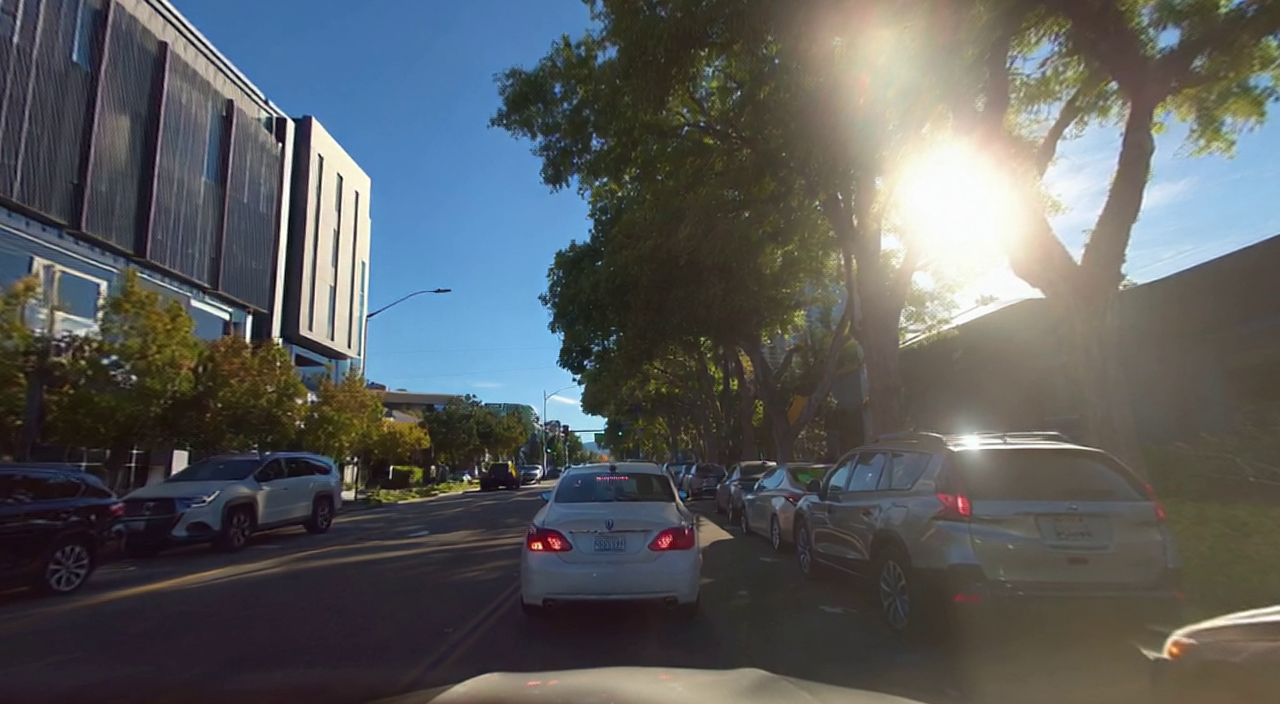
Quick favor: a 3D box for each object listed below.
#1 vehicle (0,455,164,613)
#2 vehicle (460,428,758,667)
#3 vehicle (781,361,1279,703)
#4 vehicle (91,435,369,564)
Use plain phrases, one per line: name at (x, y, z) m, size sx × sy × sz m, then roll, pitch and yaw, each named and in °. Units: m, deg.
vehicle at (-6.976, 1.674, 5.743) m, size 1.900 × 1.471 × 4.202 m, roll 1°, pitch -10°, yaw 0°
vehicle at (-0.185, 1.667, 6.180) m, size 2.018 × 1.583 × 3.646 m, roll 1°, pitch -10°, yaw 1°
vehicle at (2.710, 1.414, 5.552) m, size 1.868 × 1.920 × 4.501 m, roll 1°, pitch -10°, yaw 0°
vehicle at (-6.834, 2.579, 11.275) m, size 1.994 × 1.701 × 4.520 m, roll -3°, pitch -12°, yaw -1°
